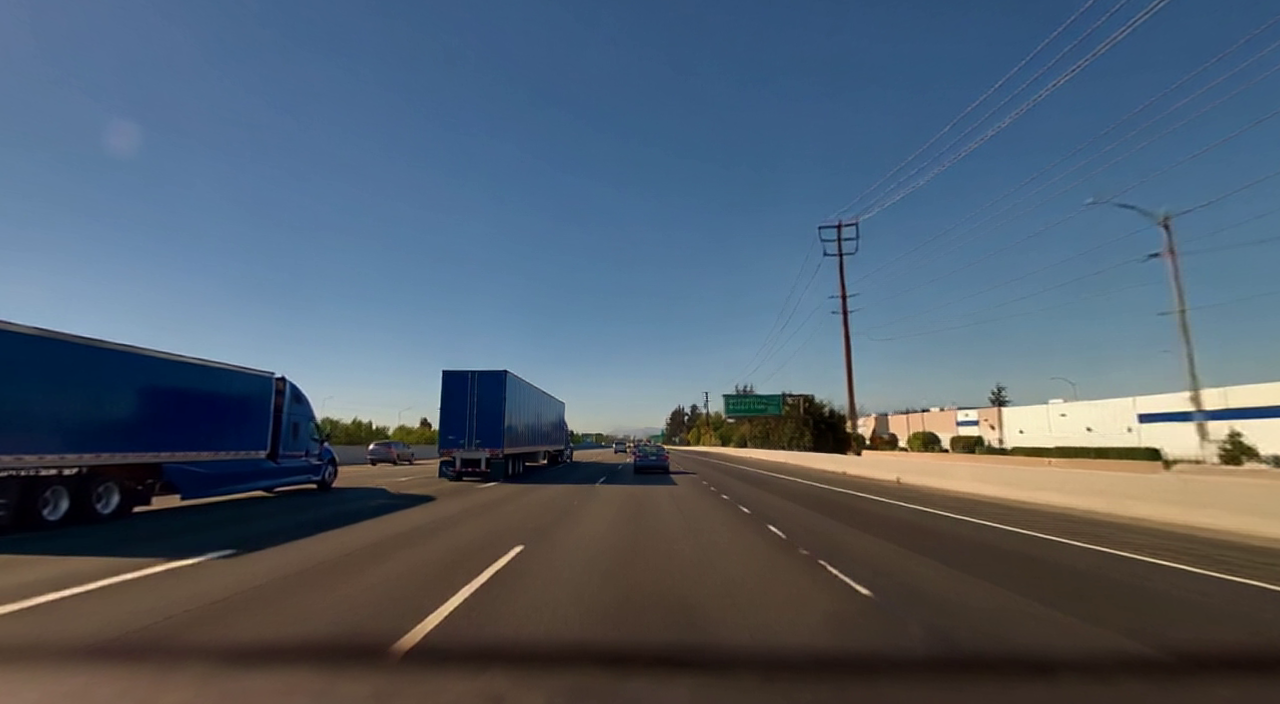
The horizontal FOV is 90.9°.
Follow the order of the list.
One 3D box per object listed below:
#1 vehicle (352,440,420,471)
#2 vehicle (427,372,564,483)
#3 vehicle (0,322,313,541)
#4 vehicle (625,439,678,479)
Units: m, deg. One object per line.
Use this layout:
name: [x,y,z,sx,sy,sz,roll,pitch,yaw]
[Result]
vehicle: [-14.566,5.946,36.451,1.938,1.679,4.469,0,-8,1]
vehicle: [-6.267,3.919,31.047,2.907,4.081,15.311,0,-8,1]
vehicle: [-10.640,1.686,12.700,2.896,3.140,9.491,0,-8,1]
vehicle: [0.450,4.468,26.536,2.055,1.514,4.323,0,-8,0]
